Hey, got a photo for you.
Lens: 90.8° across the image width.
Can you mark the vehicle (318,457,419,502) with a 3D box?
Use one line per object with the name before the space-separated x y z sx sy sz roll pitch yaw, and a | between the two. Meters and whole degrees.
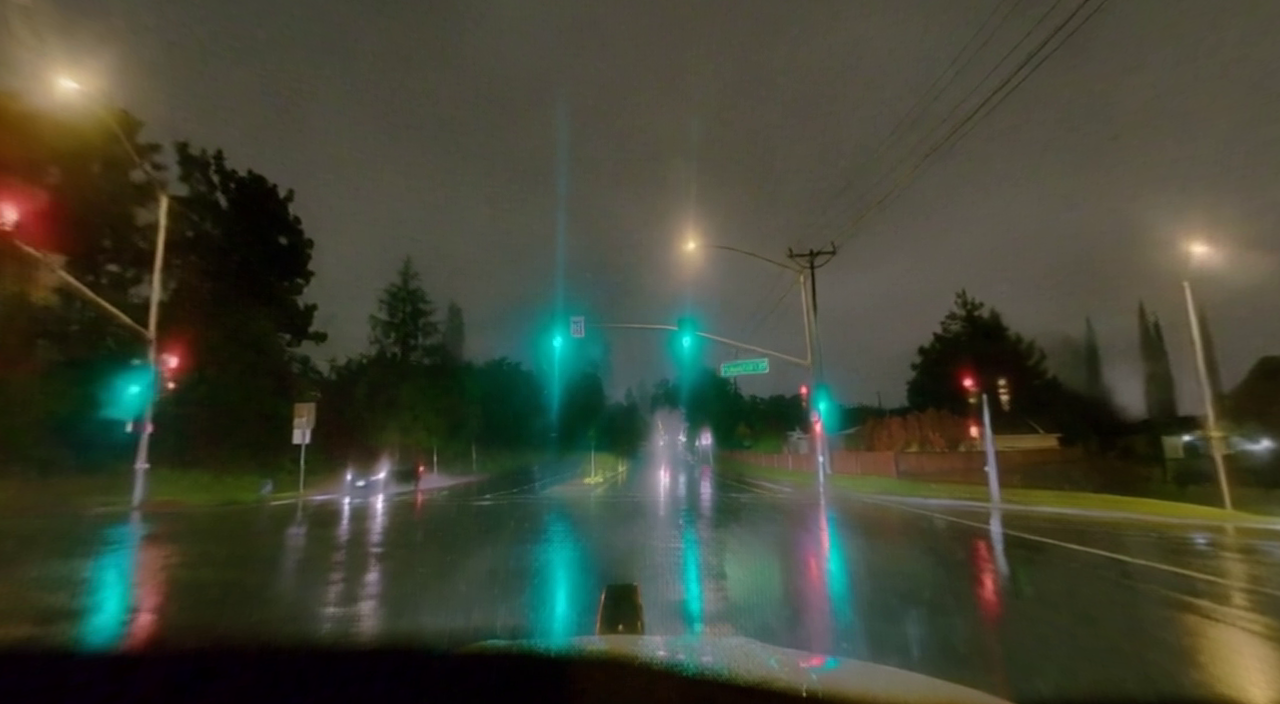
vehicle | -10.374 4.873 24.546 1.983 1.482 4.190 -1 -9 1
